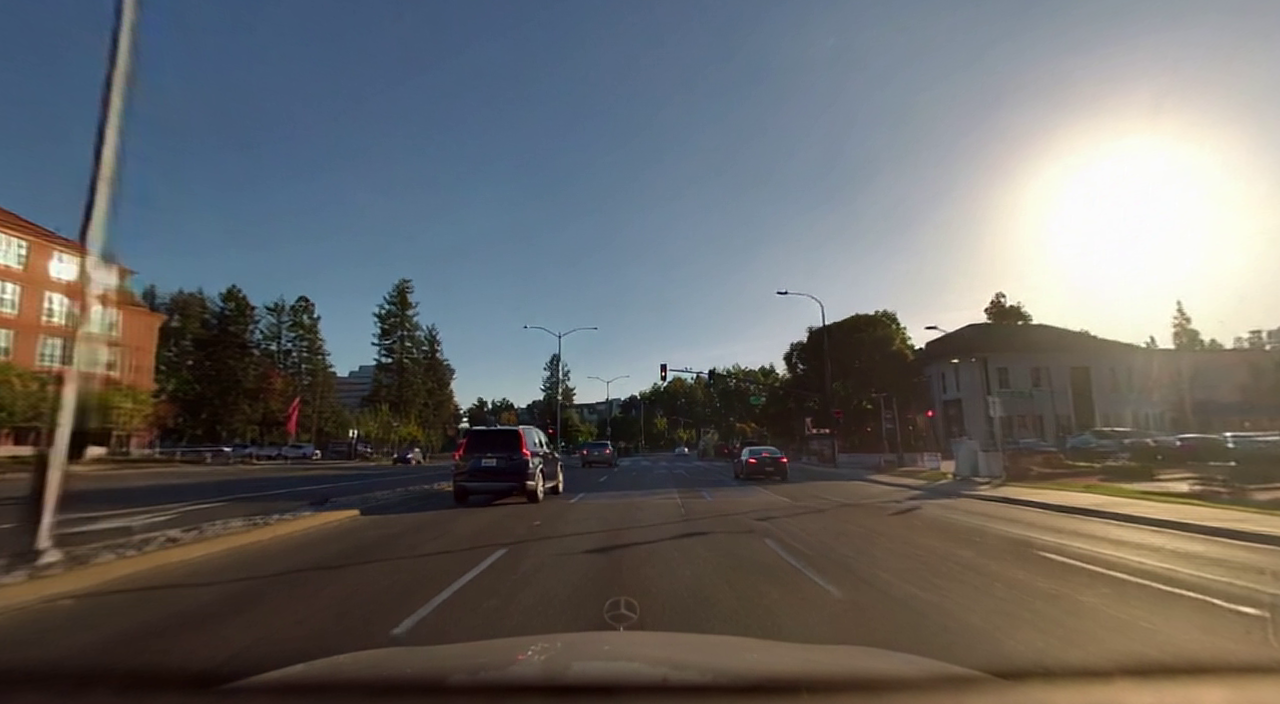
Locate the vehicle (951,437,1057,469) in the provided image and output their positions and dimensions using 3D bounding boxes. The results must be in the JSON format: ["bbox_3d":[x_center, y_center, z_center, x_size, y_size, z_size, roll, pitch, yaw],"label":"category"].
[{"bbox_3d":[20.035,5.562,34.797,4.972,1.547,2.226,2,-9,-20],"label":"vehicle"}]

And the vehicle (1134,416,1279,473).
[{"bbox_3d":[27.649,4.337,29.632,2.943,2.298,7.374,0,-8,0],"label":"vehicle"}]

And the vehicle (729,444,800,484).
[{"bbox_3d":[4.967,4.506,25.844,1.960,1.471,4.378,0,-8,-1],"label":"vehicle"}]

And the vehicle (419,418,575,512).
[{"bbox_3d":[-3.164,2.683,15.519,2.450,1.866,5.416,0,-8,1],"label":"vehicle"}]

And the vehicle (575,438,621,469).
[{"bbox_3d":[-2.606,6.472,40.490,2.305,1.833,4.912,0,-8,3],"label":"vehicle"}]
